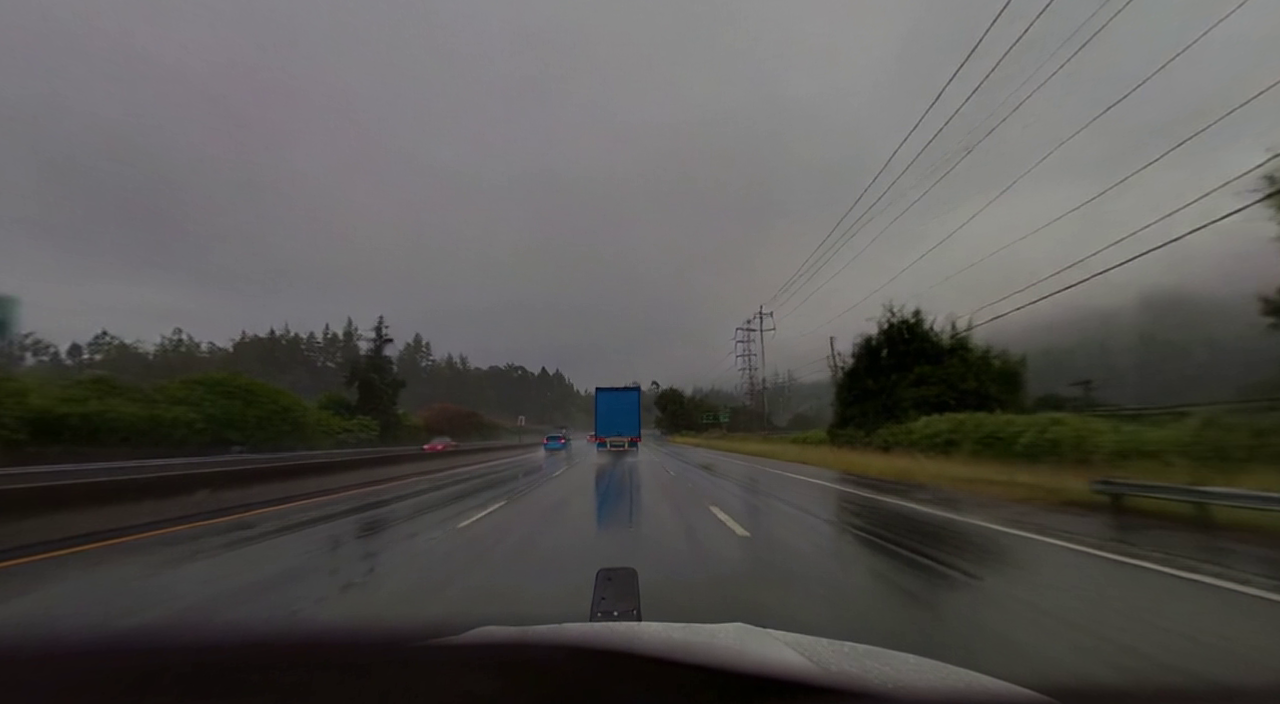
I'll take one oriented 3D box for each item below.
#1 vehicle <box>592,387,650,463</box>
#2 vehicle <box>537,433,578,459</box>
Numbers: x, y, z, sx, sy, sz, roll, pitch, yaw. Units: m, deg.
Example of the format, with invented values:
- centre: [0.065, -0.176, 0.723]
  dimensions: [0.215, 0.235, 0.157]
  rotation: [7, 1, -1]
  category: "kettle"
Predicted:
- centre: [-1.107, 4.343, 36.905]
  dimensions: [2.955, 3.851, 9.915]
  rotation: [0, -8, -2]
  category: "vehicle"
- centre: [-5.339, 6.114, 41.227]
  dimensions: [2.117, 1.618, 4.480]
  rotation: [0, -8, -1]
  category: "vehicle"
